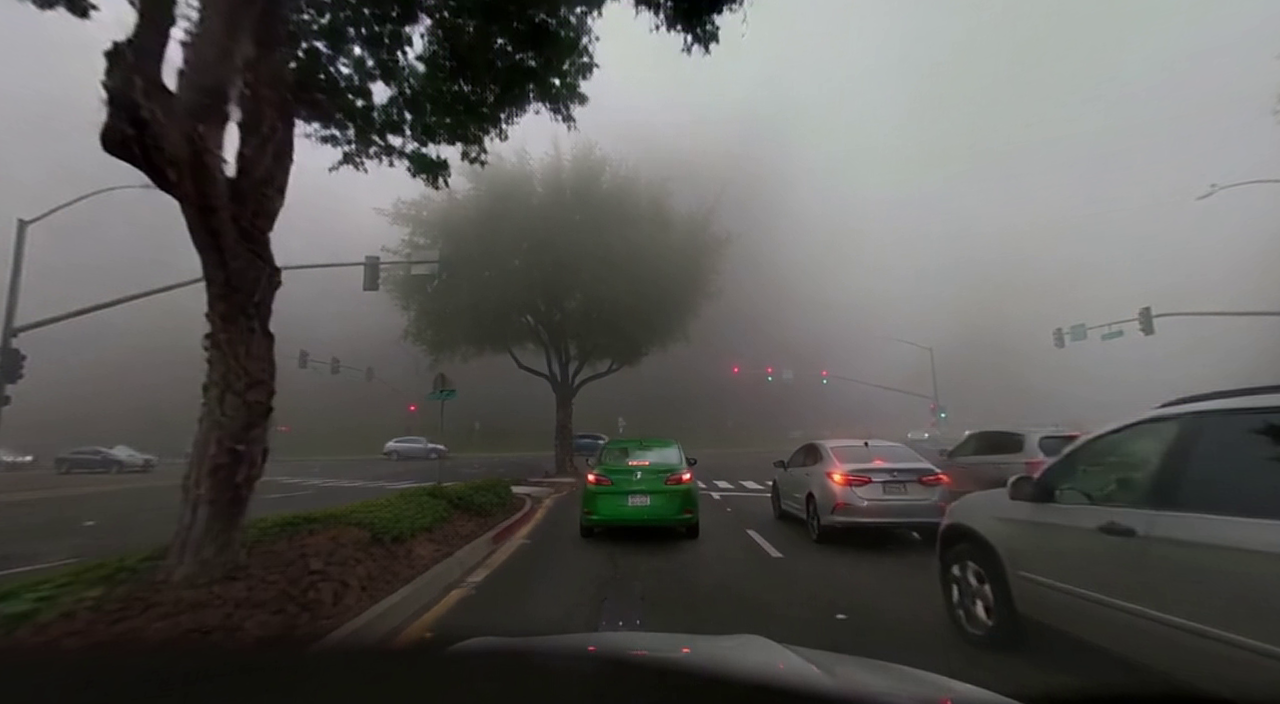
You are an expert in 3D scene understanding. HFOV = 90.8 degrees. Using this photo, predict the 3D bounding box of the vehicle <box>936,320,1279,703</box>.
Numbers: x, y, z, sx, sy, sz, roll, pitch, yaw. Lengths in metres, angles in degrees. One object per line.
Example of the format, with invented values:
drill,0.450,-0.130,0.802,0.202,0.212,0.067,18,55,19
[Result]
vehicle,3.413,0.810,2.505,2.111,1.780,4.990,0,-9,1

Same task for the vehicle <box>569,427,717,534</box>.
vehicle,0.067,2.082,10.812,2.026,1.458,4.175,0,-9,1

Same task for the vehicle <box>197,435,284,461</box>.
vehicle,-26.491,6.361,41.941,4.526,1.649,1.920,-1,-9,4

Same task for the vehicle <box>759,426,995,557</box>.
vehicle,3.131,1.923,9.466,1.861,1.479,4.371,0,-9,0

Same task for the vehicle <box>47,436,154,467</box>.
vehicle,-30.360,5.590,35.622,4.517,1.637,1.935,-1,-9,8

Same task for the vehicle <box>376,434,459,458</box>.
vehicle,-14.407,6.128,41.106,4.670,1.542,1.861,1,-9,-5
